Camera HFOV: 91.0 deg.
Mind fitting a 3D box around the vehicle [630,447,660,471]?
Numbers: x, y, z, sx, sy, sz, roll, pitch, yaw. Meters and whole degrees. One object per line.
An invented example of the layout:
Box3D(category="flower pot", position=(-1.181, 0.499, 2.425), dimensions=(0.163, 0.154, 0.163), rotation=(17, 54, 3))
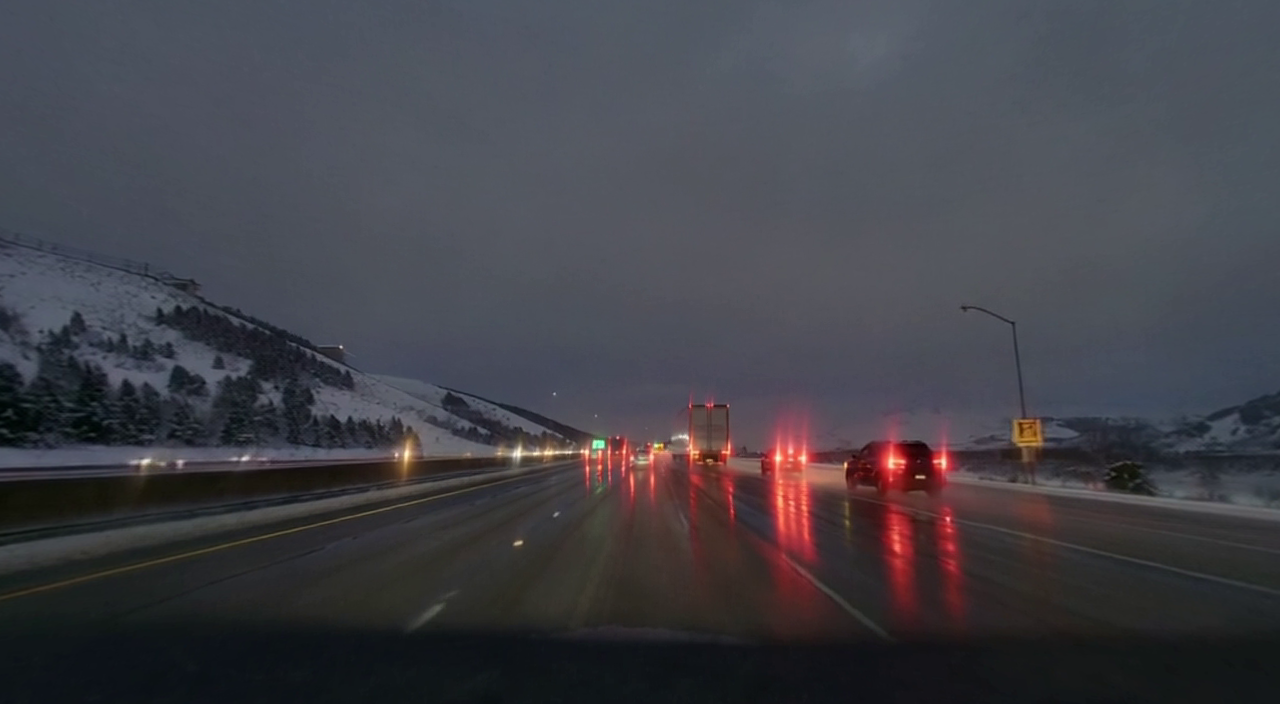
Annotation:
Box3D(category="vehicle", position=(0.329, 6.908, 40.864), dimensions=(1.866, 1.492, 3.932), rotation=(0, -9, 0))

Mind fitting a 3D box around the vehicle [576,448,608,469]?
Box3D(category="vehicle", position=(-3.592, 8.058, 47.913), dimensions=(2.132, 1.506, 4.256), rotation=(0, -9, 0))

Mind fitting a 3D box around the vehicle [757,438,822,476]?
Box3D(category="vehicle", position=(7.586, 5.364, 32.446), dimensions=(2.143, 1.775, 4.729), rotation=(0, -9, 0))

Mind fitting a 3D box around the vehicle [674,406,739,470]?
Box3D(category="vehicle", position=(4.049, 5.699, 41.318), dimensions=(3.130, 3.607, 11.129), rotation=(0, -9, 0))

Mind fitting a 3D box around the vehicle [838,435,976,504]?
Box3D(category="vehicle", position=(7.299, 3.239, 17.813), dimensions=(2.044, 1.676, 4.421), rotation=(0, -9, 1))
